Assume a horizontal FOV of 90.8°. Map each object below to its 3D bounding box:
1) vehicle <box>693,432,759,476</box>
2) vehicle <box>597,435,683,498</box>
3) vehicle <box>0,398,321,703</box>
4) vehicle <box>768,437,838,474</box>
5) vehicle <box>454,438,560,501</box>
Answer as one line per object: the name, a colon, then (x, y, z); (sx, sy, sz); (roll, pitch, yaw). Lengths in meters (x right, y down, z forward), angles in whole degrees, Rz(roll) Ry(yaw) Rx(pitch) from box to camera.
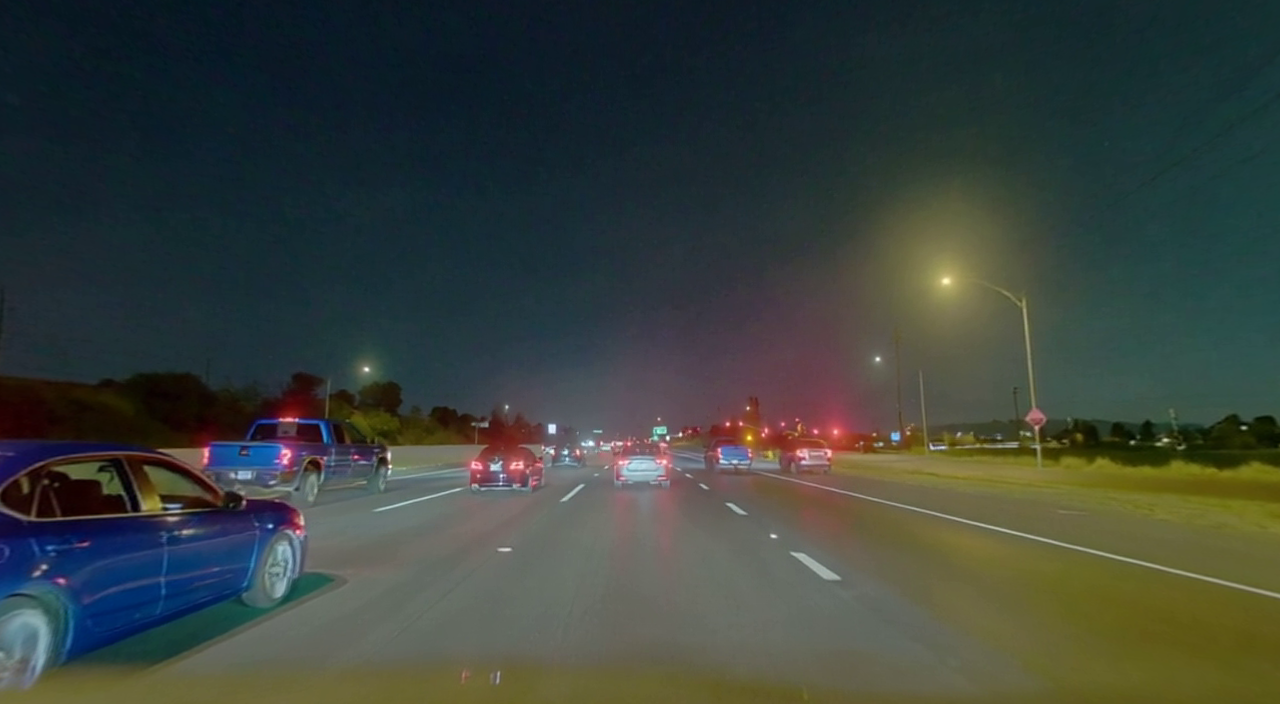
vehicle: (3.786, 4.599, 28.849); (2.113, 1.800, 5.376); (0, -8, -2)
vehicle: (-0.027, 3.126, 17.708); (2.102, 1.499, 4.439); (0, -8, -1)
vehicle: (-3.696, 0.981, 2.933); (1.955, 1.481, 4.604); (0, -8, 1)
vehicle: (7.815, 4.997, 30.823); (1.969, 1.608, 4.865); (0, -8, -1)
vehicle: (-3.362, 3.035, 16.796); (1.899, 1.437, 4.131); (0, -8, 0)
